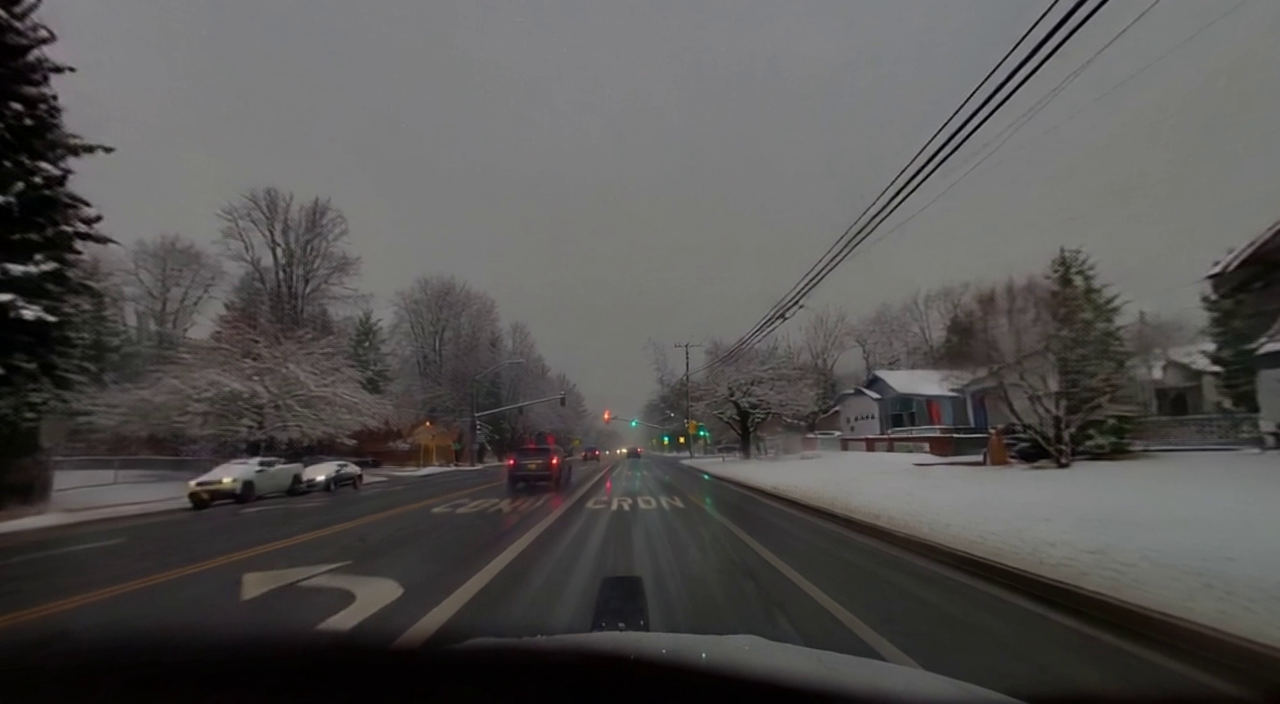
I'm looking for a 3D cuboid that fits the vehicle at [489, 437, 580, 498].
[{"bbox_3d":[-3.247,3.674,20.457,2.084,1.701,4.734,0,-9,0],"label":"vehicle"}]

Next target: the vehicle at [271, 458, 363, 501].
[{"bbox_3d":[-14.391,5.675,28.399,1.860,1.490,4.542,-3,-7,-1],"label":"vehicle"}]

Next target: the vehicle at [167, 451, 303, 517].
[{"bbox_3d":[-14.228,4.584,22.568,1.972,1.887,4.777,-2,-8,-4],"label":"vehicle"}]
